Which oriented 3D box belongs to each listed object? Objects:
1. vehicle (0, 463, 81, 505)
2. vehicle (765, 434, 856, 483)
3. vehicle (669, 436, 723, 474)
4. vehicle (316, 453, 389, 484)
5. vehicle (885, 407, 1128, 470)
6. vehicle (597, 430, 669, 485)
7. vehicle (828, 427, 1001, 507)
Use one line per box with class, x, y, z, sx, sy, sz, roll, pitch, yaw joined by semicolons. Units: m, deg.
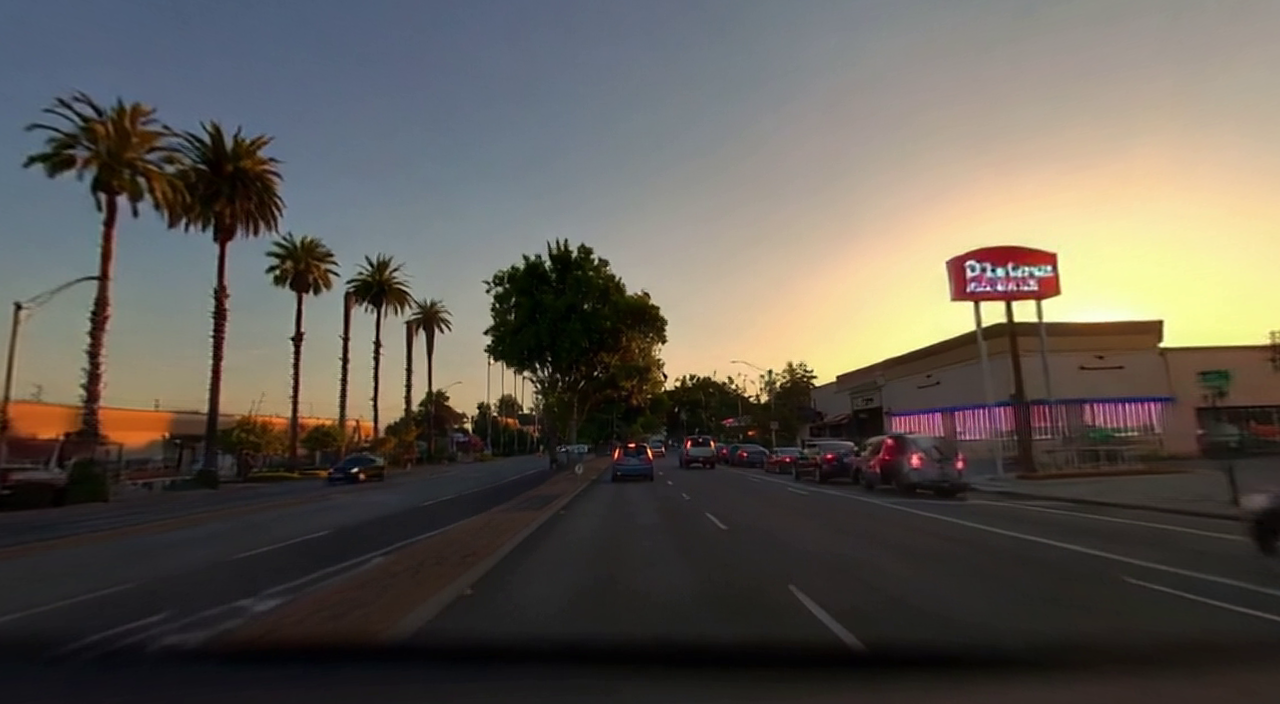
vehicle;-27.950;5.875;28.076;4.139;1.702;2.040;-1;-9;-3
vehicle;6.366;4.071;24.287;2.001;1.692;4.800;0;-9;-2
vehicle;2.773;5.272;32.389;2.187;1.777;4.444;0;-9;-2
vehicle;-15.018;6.094;33.266;1.875;1.513;4.260;0;-9;-1
vehicle;17.353;4.247;30.579;9.658;2.834;2.994;-1;-9;3
vehicle;-0.279;3.966;23.872;2.428;1.816;4.959;0;-9;-1
vehicle;6.486;2.802;15.651;2.100;1.675;4.536;0;-9;-2
